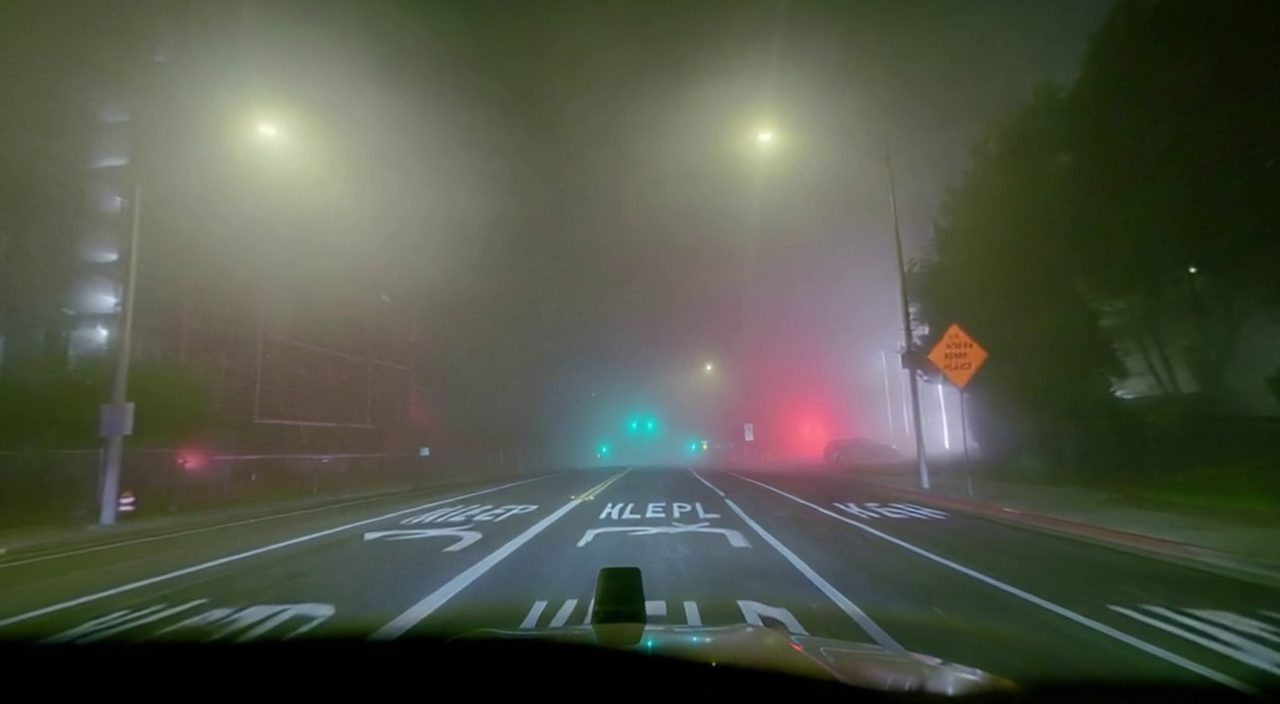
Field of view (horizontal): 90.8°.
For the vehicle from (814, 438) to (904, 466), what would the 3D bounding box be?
[{"bbox_3d":[11.909,5.481,34.637,4.251,1.418,1.896,-1,-9,3],"label":"vehicle"}]
